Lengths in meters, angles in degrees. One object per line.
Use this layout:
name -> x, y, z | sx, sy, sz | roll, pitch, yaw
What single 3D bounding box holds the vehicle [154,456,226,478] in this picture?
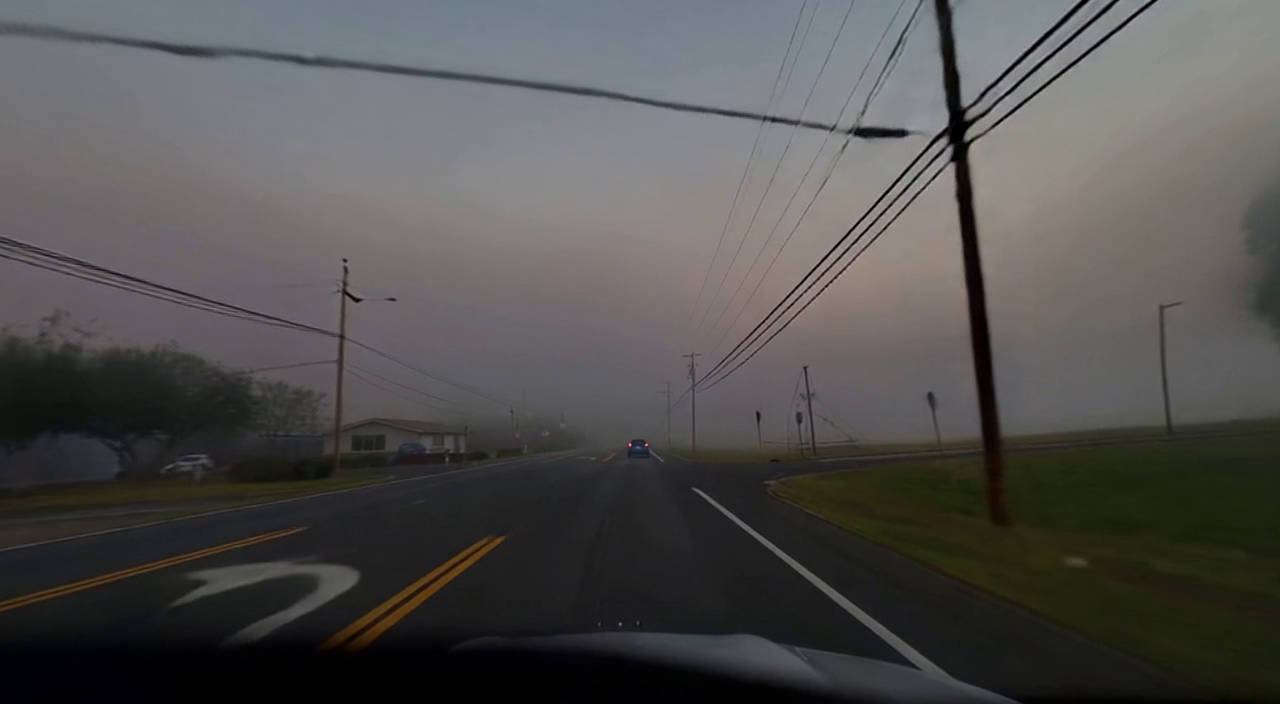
vehicle -> -34.814, 8.893, 48.900 | 1.808, 1.527, 4.145 | -8, -12, 43
